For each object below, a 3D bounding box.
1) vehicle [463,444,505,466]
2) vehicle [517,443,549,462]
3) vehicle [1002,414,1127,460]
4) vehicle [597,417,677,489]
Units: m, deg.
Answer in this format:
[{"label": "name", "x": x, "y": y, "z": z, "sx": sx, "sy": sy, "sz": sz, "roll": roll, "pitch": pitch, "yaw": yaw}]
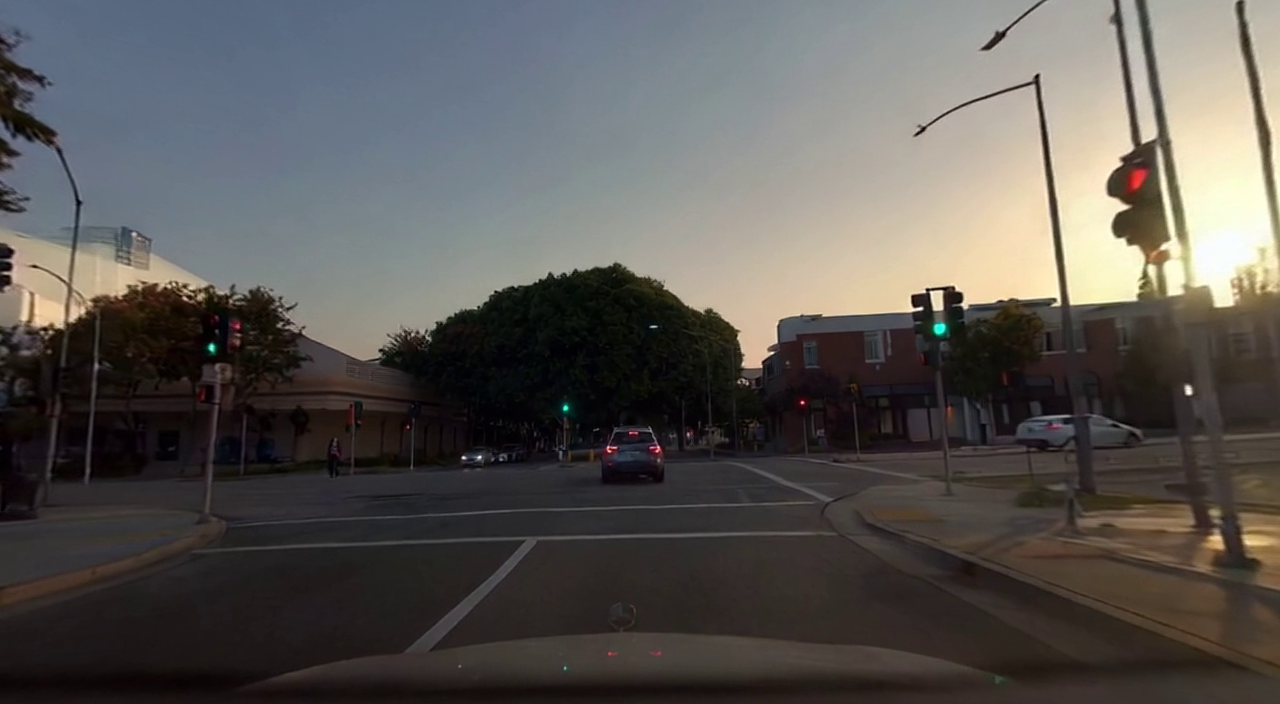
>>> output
[{"label": "vehicle", "x": -10.757, "y": 7.135, "z": 43.777, "sx": 1.989, "sy": 1.403, "sz": 4.331, "roll": 0, "pitch": -8, "yaw": -2}, {"label": "vehicle", "x": -7.920, "y": 7.452, "z": 46.868, "sx": 1.886, "sy": 1.377, "sz": 3.932, "roll": 0, "pitch": -8, "yaw": -3}, {"label": "vehicle", "x": 15.637, "y": 3.134, "z": 23.293, "sx": 3.403, "sy": 1.602, "sz": 1.716, "roll": 0, "pitch": -8, "yaw": -6}, {"label": "vehicle", "x": -0.187, "y": 3.000, "z": 18.905, "sx": 2.142, "sy": 1.904, "sz": 3.816, "roll": 0, "pitch": -8, "yaw": -3}]
